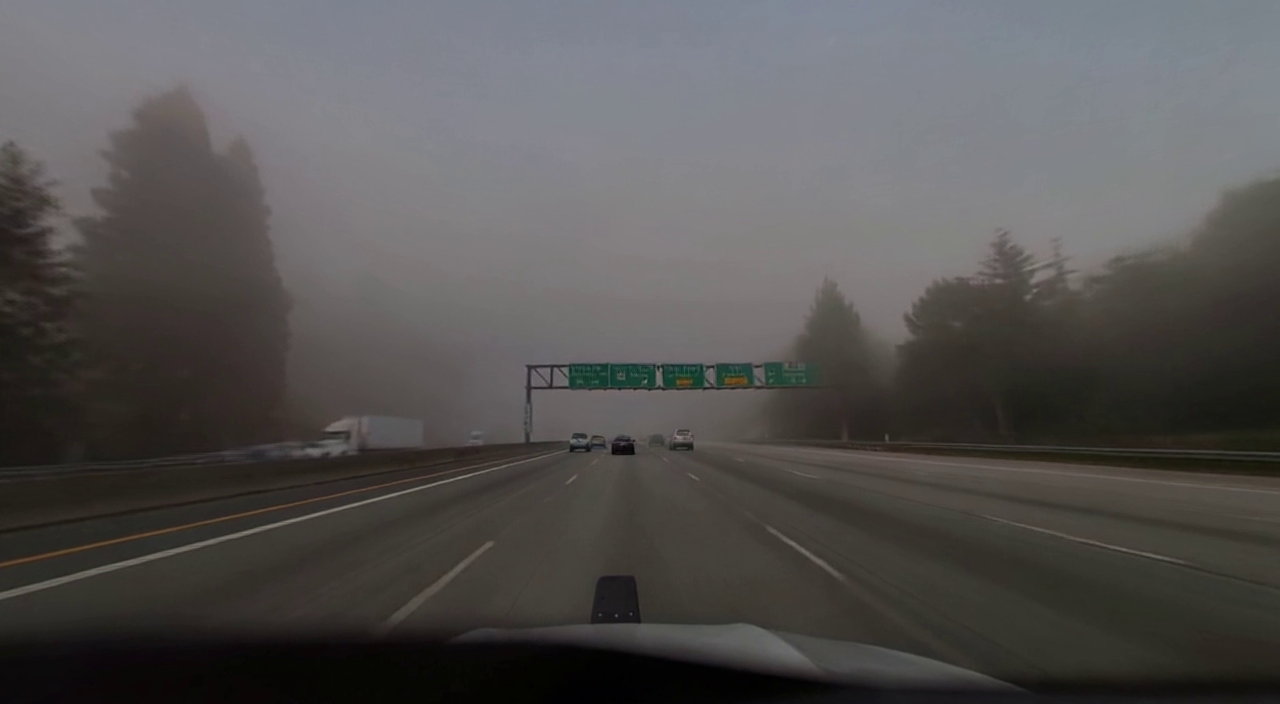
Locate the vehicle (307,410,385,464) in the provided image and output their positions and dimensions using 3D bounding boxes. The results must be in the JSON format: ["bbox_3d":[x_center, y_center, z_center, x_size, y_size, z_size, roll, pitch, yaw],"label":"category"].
[{"bbox_3d":[-22.125,6.439,47.769,2.957,3.789,5.977,0,-8,-1],"label":"vehicle"}]

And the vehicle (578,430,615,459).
[{"bbox_3d":[-2.593,5.581,38.194,2.119,1.629,3.946,0,-8,-2],"label":"vehicle"}]

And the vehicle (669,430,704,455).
[{"bbox_3d":[3.244,6.387,44.587,2.066,1.673,4.225,0,-8,-2],"label":"vehicle"}]

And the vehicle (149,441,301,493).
[{"bbox_3d":[-13.527,3.732,20.914,1.971,1.497,4.539,0,-8,0],"label":"vehicle"}]
